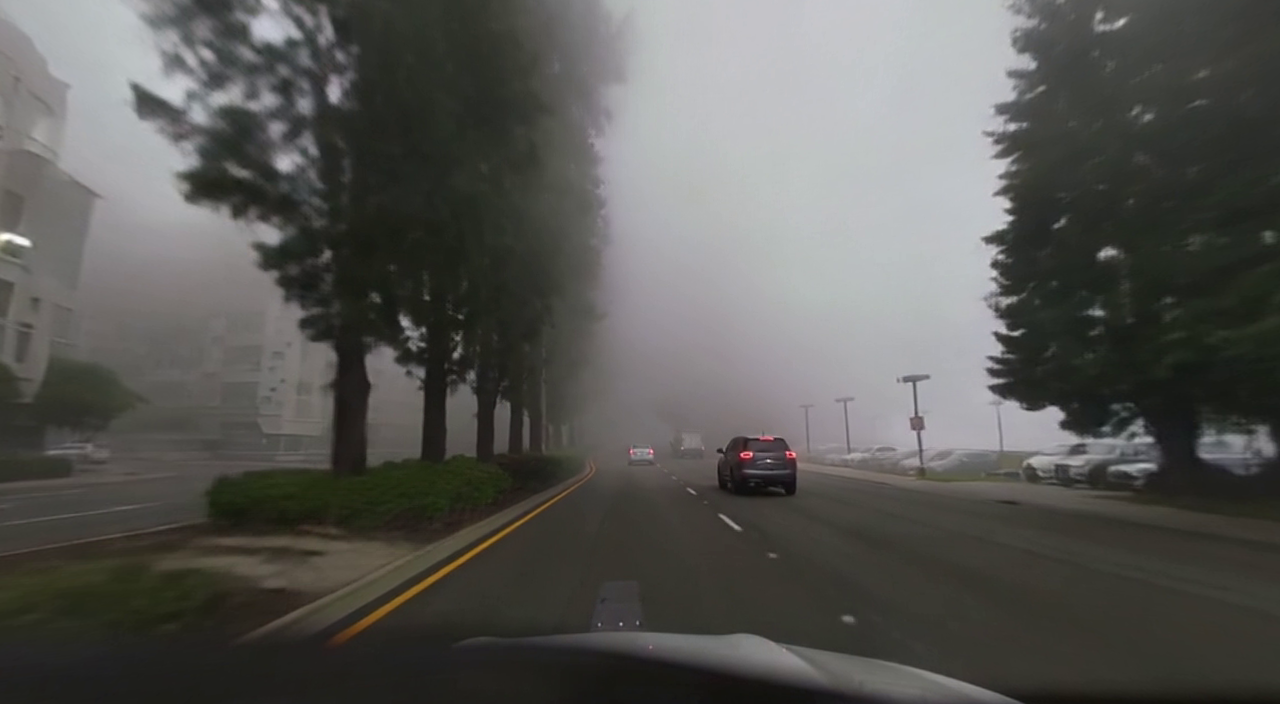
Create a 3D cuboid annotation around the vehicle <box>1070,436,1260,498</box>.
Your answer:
[{"bbox_3d":[15.994,3.516,19.660,1.812,1.687,4.579,1,-9,-3],"label":"vehicle"}]

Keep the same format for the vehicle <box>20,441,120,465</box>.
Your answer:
[{"bbox_3d":[-37.097,6.584,41.209,4.555,1.470,1.937,0,-9,-1],"label":"vehicle"}]

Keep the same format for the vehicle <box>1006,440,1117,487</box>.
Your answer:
[{"bbox_3d":[16.412,4.323,24.898,1.914,1.644,4.378,-2,-8,10],"label":"vehicle"}]

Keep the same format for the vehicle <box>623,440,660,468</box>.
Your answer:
[{"bbox_3d":[0.054,6.277,39.002,2.145,1.572,4.021,0,-9,-1],"label":"vehicle"}]

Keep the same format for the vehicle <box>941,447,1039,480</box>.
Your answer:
[{"bbox_3d":[17.368,5.499,31.419,3.958,1.524,2.061,3,-10,-20],"label":"vehicle"}]

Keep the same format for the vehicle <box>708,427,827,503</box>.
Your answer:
[{"bbox_3d":[3.326,3.085,17.670,2.235,1.806,4.818,0,-9,-1],"label":"vehicle"}]
